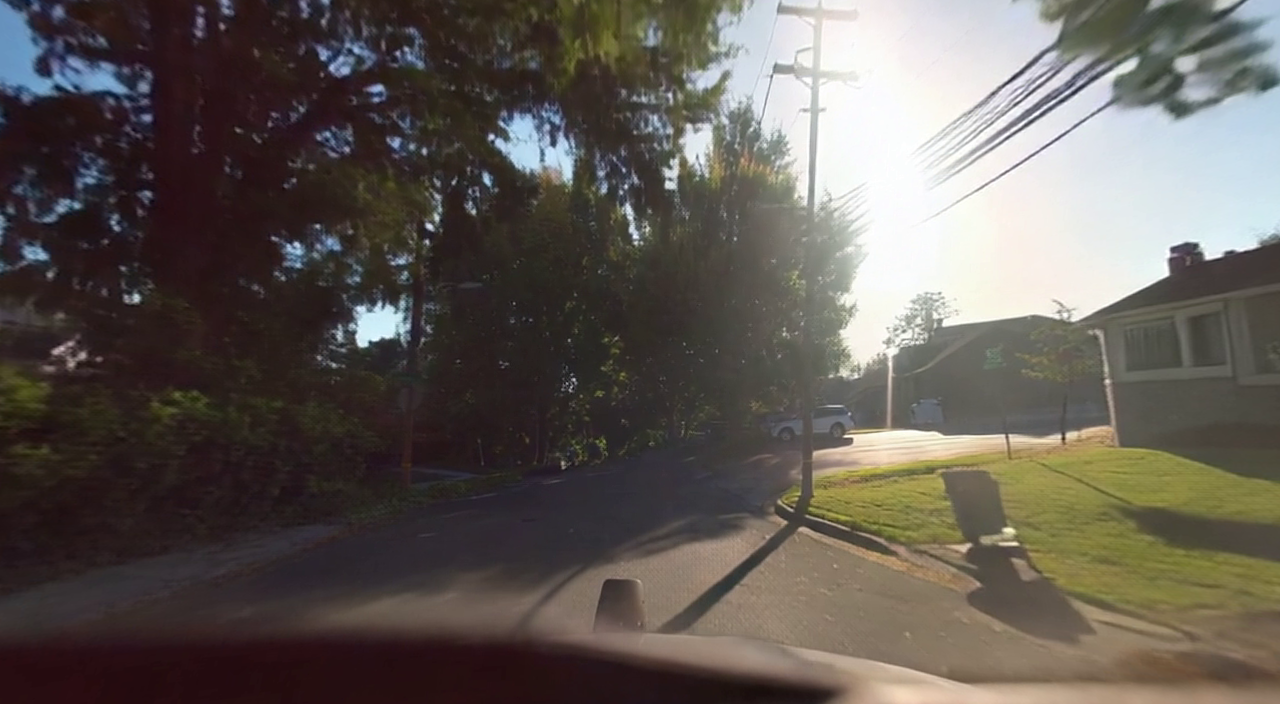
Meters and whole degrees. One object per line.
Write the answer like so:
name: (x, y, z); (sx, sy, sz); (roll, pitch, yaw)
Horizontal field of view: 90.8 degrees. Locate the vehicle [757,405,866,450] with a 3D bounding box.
vehicle: (8.111, 3.634, 29.858); (4.780, 1.984, 1.896); (4, -9, -23)
